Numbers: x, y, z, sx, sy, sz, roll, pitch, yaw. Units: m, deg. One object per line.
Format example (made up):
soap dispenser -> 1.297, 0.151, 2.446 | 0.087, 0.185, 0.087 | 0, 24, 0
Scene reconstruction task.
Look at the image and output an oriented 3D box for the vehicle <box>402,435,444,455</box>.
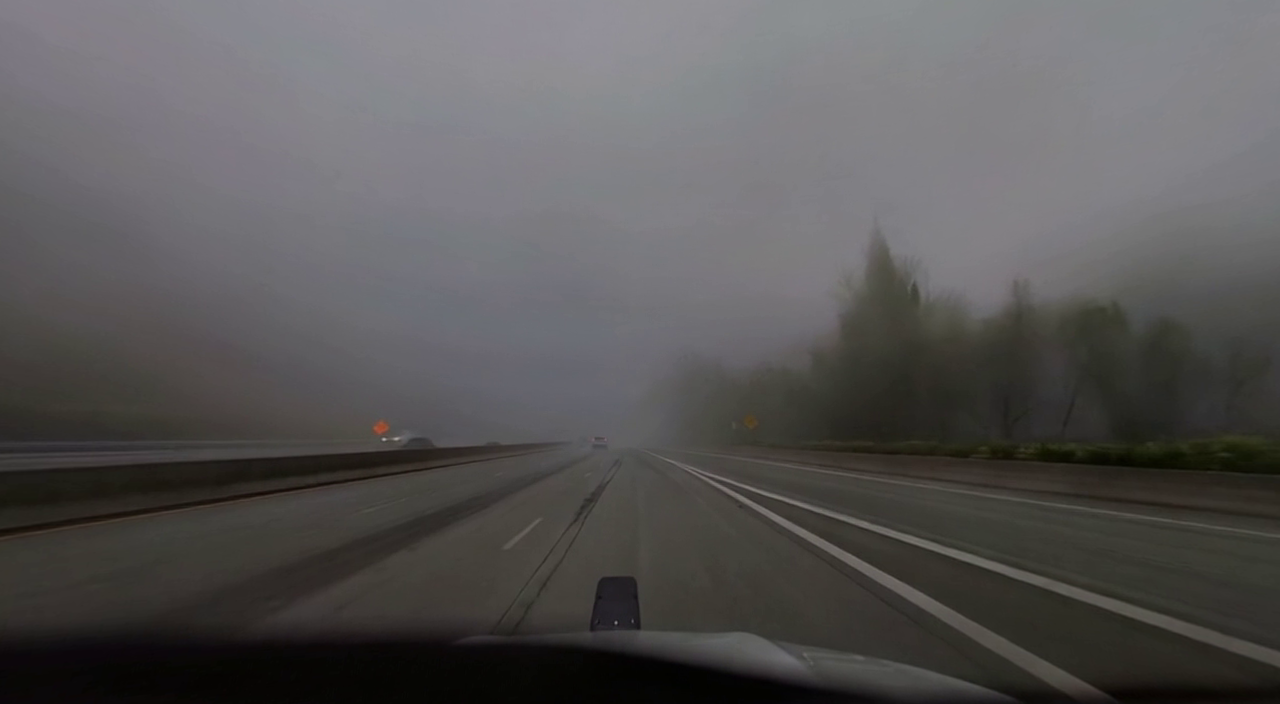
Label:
vehicle -> -17.172, 7.401, 49.923 | 1.842, 1.480, 4.347 | 0, -8, -1
